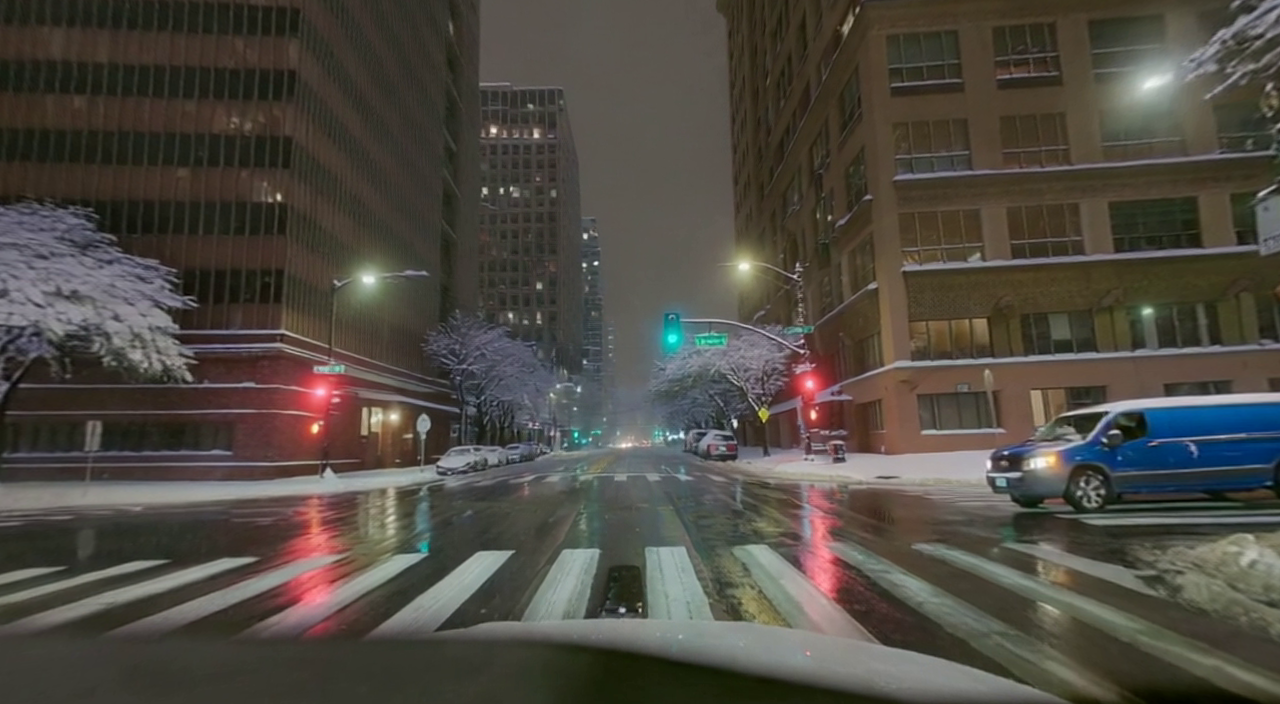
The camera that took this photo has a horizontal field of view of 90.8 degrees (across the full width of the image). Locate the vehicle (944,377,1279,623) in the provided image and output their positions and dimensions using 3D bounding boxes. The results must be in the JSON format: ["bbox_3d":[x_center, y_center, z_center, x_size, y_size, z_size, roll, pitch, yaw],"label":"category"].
[{"bbox_3d":[5.620,1.437,7.129,2.070,1.804,4.881,-1,-8,2],"label":"vehicle"}]

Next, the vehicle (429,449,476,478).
[{"bbox_3d":[-12.396,7.359,42.011,1.935,1.639,4.244,-3,-8,-2],"label":"vehicle"}]
